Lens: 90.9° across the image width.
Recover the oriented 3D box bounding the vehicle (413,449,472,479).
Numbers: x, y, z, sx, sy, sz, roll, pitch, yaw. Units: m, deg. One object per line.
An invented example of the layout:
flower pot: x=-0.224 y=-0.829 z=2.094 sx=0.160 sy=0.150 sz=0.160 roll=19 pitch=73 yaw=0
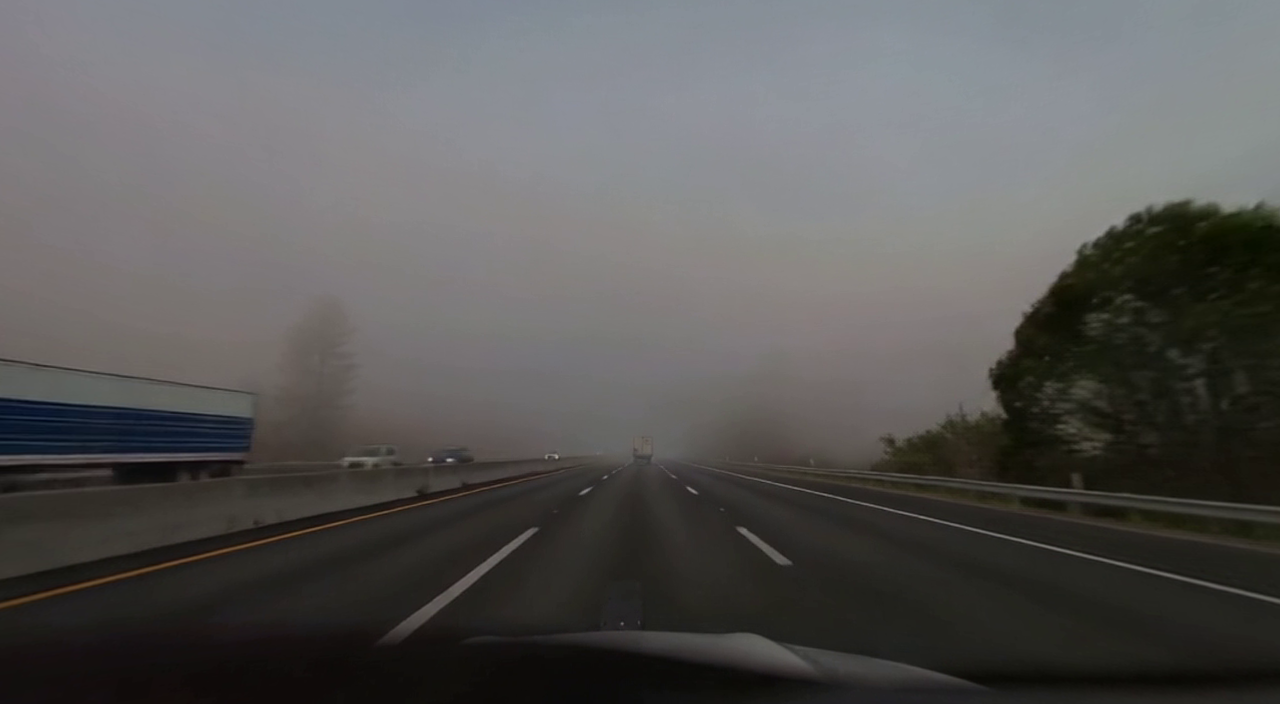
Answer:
vehicle: x=-11.042 y=6.263 z=35.553 sx=1.904 sy=1.544 sz=4.225 roll=0 pitch=-9 yaw=0

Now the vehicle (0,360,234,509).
vehicle: x=-19.157 y=2.662 z=19.867 sx=2.992 sy=4.077 sz=14.417 roll=0 pitch=-9 yaw=1

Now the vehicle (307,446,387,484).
vehicle: x=-14.964 y=5.767 z=32.517 sx=2.002 sy=1.778 sz=4.321 roll=0 pitch=-9 yaw=0
